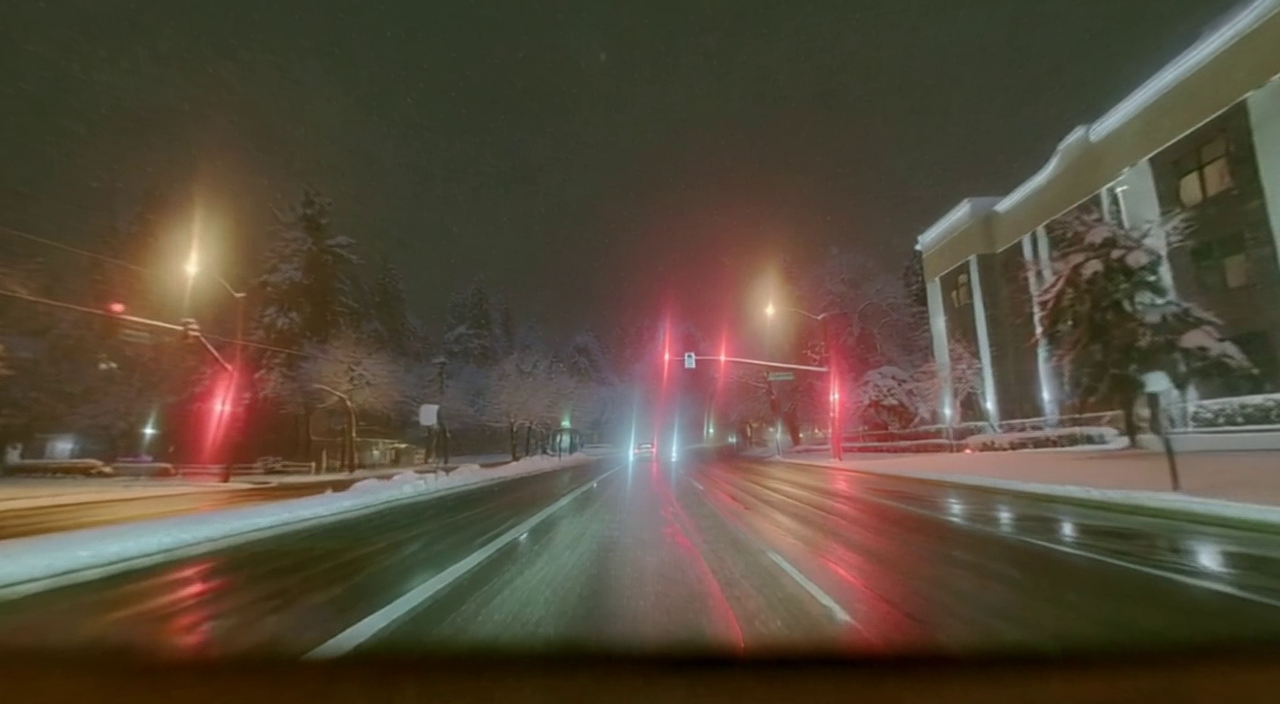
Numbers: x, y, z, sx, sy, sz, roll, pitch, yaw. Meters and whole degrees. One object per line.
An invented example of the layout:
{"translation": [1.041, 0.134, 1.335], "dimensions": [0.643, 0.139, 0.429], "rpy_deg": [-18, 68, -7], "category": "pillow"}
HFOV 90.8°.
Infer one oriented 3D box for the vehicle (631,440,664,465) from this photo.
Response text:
{"translation": [0.517, 6.540, 41.259], "dimensions": [2.037, 1.568, 3.693], "rpy_deg": [0, -9, 2], "category": "vehicle"}
